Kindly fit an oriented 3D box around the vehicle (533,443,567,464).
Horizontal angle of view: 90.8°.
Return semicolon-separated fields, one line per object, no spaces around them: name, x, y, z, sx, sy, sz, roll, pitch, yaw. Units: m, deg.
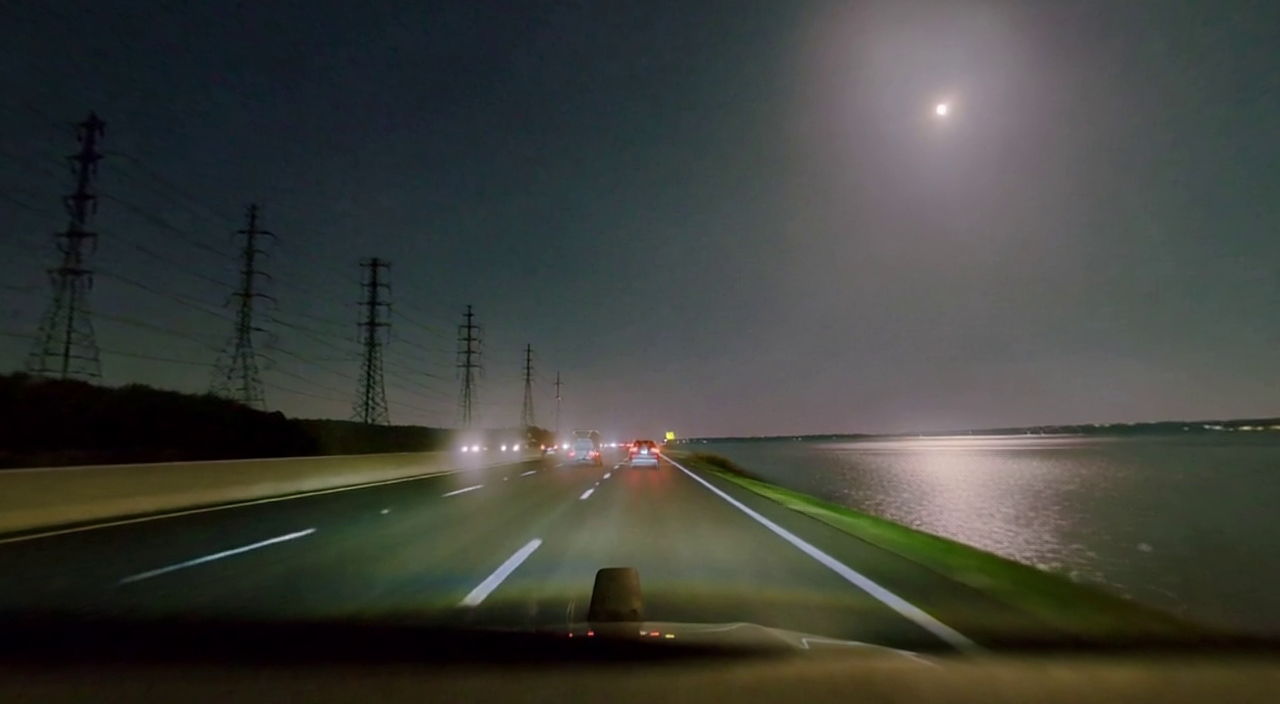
vehicle;-6.936;7.834;49.057;2.004;1.545;4.513;0;-8;0

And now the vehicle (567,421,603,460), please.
vehicle;-3.635;5.925;42.244;2.178;2.522;2.054;0;-8;1

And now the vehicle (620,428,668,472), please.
vehicle;0.235;5.153;33.451;2.358;2.144;4.713;0;-8;1
